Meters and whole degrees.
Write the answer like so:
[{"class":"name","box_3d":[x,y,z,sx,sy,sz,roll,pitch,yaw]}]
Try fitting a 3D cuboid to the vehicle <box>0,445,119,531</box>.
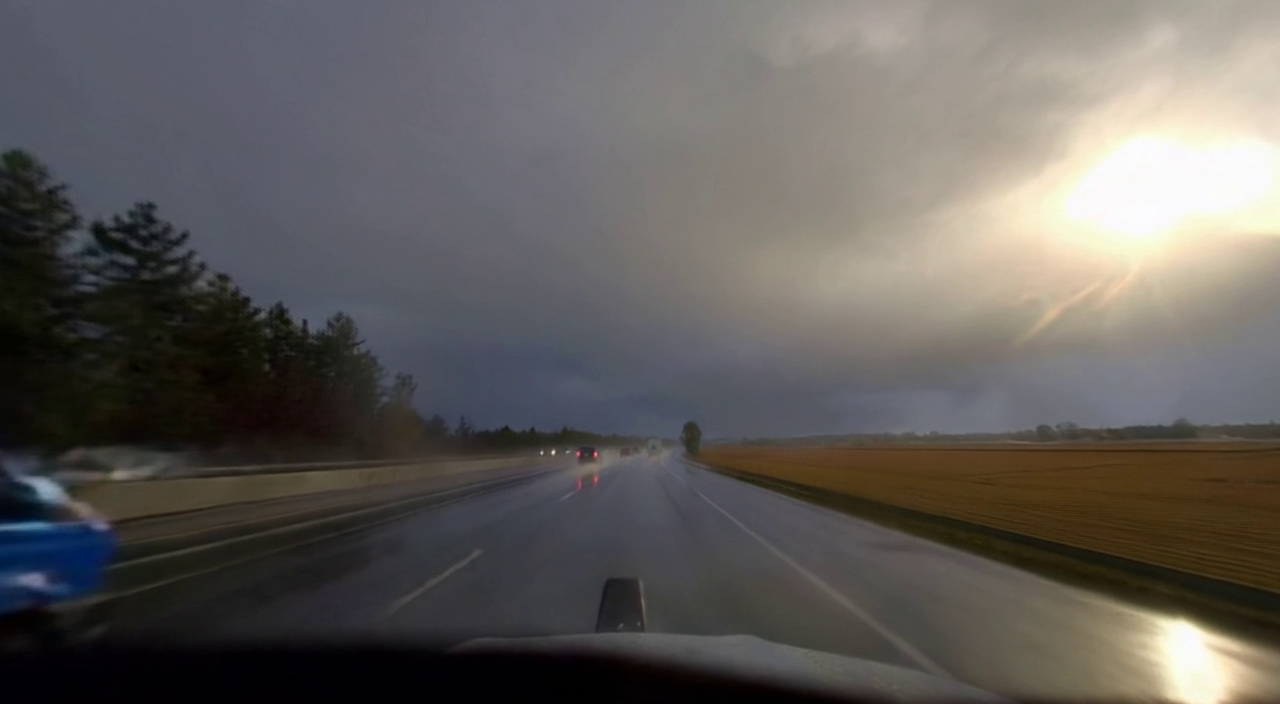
[{"class":"vehicle","box_3d":[-12.025,2.376,11.063,1.908,1.470,4.498,0,-8,0]}]
